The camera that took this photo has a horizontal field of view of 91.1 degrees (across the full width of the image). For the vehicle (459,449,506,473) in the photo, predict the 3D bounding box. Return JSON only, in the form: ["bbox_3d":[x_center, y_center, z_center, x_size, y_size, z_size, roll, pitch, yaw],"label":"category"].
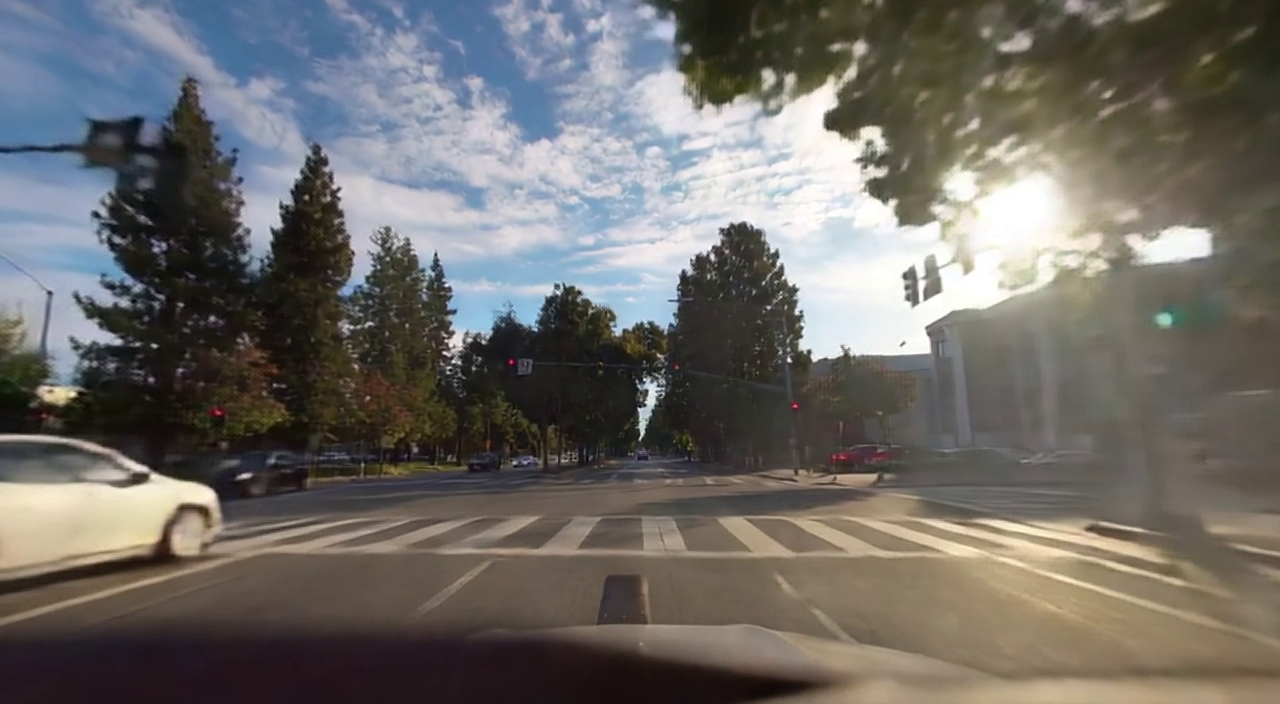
[{"bbox_3d":[-11.423,7.906,45.787,2.069,1.673,4.853,0,-9,1],"label":"vehicle"}]

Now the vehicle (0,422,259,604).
[{"bbox_3d":[-6.490,1.566,6.545,1.876,1.570,4.980,0,-9,0],"label":"vehicle"}]
